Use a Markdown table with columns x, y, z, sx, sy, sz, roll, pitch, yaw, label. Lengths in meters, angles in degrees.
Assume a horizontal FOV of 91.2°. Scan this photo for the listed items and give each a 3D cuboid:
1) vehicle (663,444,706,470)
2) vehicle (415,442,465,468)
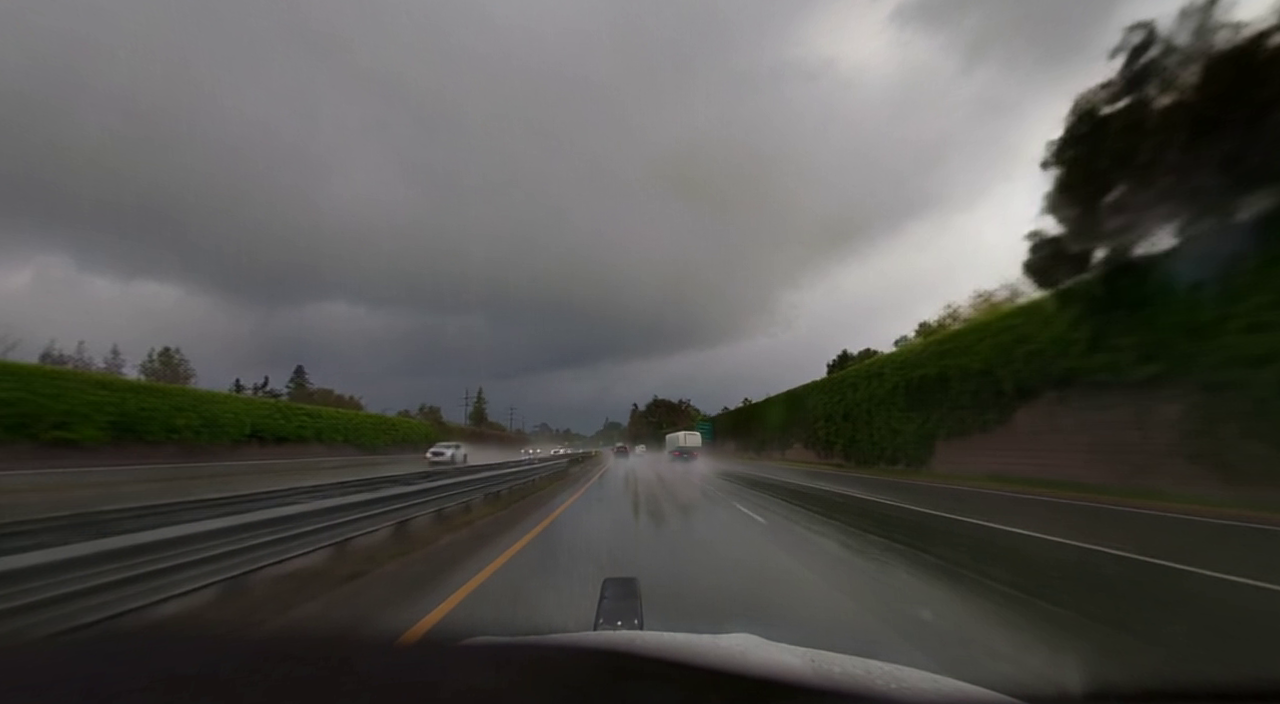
| x | y | z | sx | sy | sz | roll | pitch | yaw | label |
| --- | --- | --- | --- | --- | --- | --- | --- | --- | --- |
| 2.731 | 6.585 | 39.445 | 2.244 | 1.498 | 4.338 | 0 | -9 | -2 | vehicle |
| -13.614 | 7.042 | 42.935 | 2.049 | 1.633 | 4.350 | 0 | -9 | -1 | vehicle |
